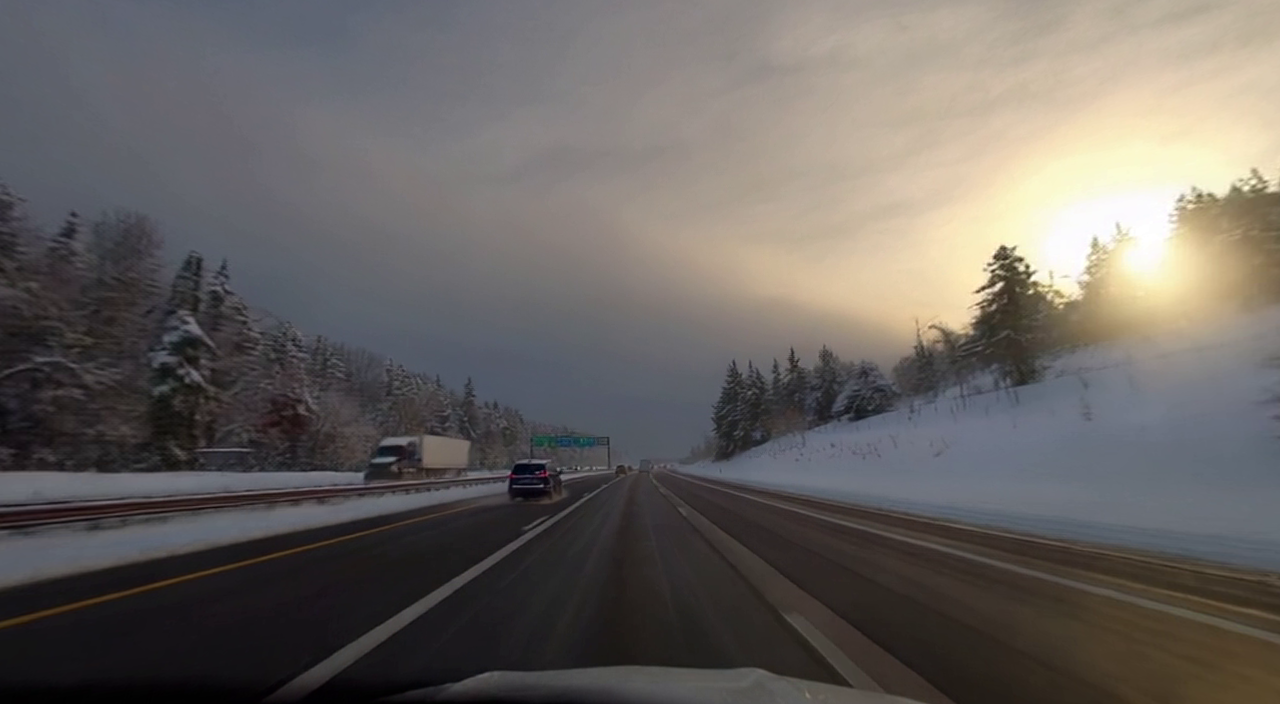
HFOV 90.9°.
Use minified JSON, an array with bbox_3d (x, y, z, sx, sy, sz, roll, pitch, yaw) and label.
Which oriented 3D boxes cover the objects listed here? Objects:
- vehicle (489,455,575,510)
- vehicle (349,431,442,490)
[{"bbox_3d":[-3.628,4.512,22.116,2.053,1.657,4.725,1,-10,1],"label":"vehicle"},{"bbox_3d":[-17.092,7.746,44.898,2.944,3.713,8.529,1,-10,1],"label":"vehicle"}]
